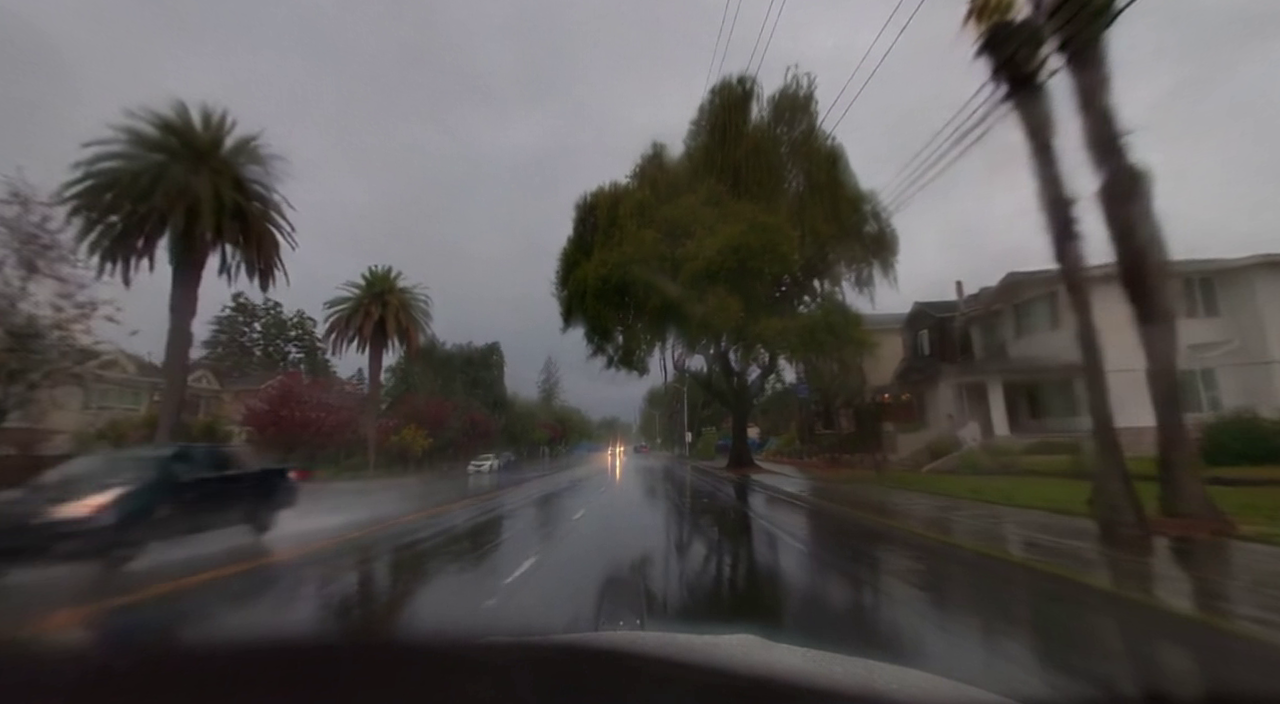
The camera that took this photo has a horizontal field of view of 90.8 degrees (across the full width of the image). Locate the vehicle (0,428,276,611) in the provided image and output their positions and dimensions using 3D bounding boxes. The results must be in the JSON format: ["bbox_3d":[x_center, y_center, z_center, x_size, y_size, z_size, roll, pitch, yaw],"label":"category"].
[{"bbox_3d":[-7.326,1.992,8.543,1.992,1.802,4.602,0,-8,1],"label":"vehicle"}]
